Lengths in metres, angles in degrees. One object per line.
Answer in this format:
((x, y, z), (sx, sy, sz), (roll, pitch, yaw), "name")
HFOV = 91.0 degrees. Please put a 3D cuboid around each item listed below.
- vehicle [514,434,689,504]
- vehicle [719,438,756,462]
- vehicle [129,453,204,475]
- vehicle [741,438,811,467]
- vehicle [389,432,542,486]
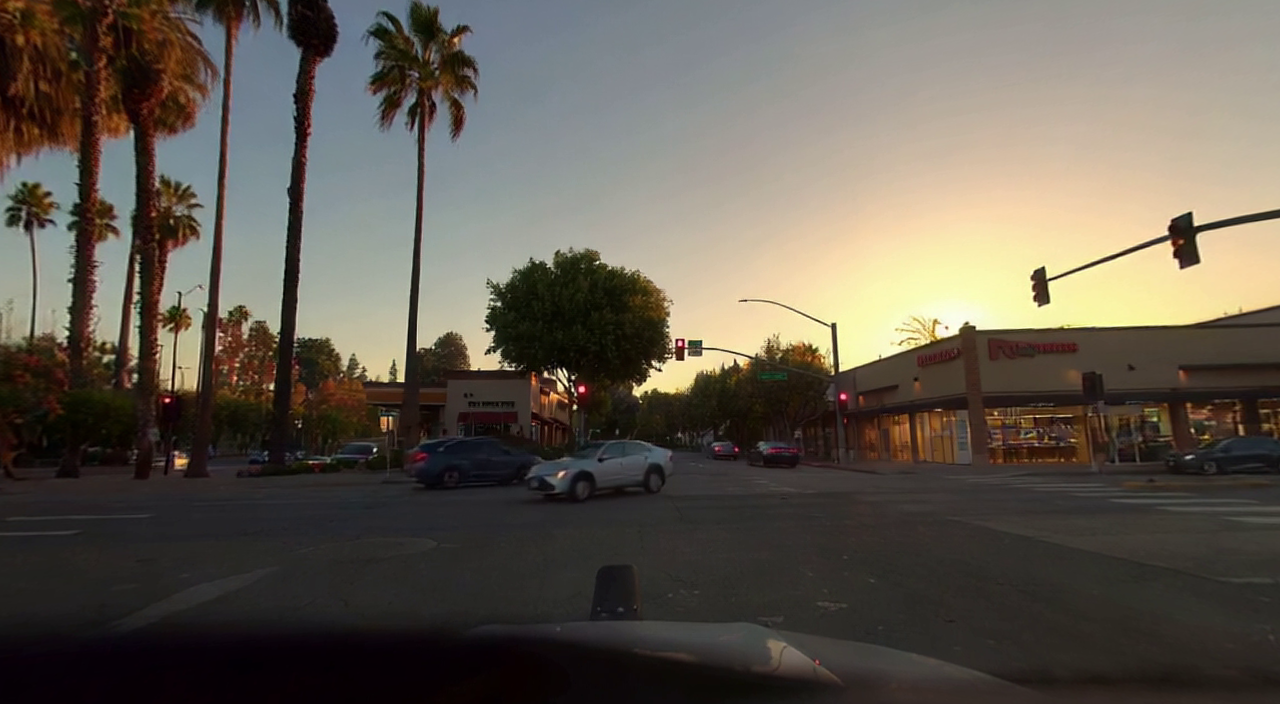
((-0.895, 2.861, 15.833), (4.035, 1.512, 1.828), (7, -11, -38), "vehicle")
((7.140, 7.235, 46.612), (1.867, 1.653, 4.596), (0, -9, -2), "vehicle")
((-37.204, 8.802, 49.607), (2.160, 1.565, 4.868), (0, -8, -1), "vehicle")
((7.639, 5.700, 35.800), (1.890, 1.572, 3.826), (4, -9, -26), "vehicle")
((-5.903, 3.629, 21.611), (4.603, 1.653, 1.999), (6, -11, -37), "vehicle")
